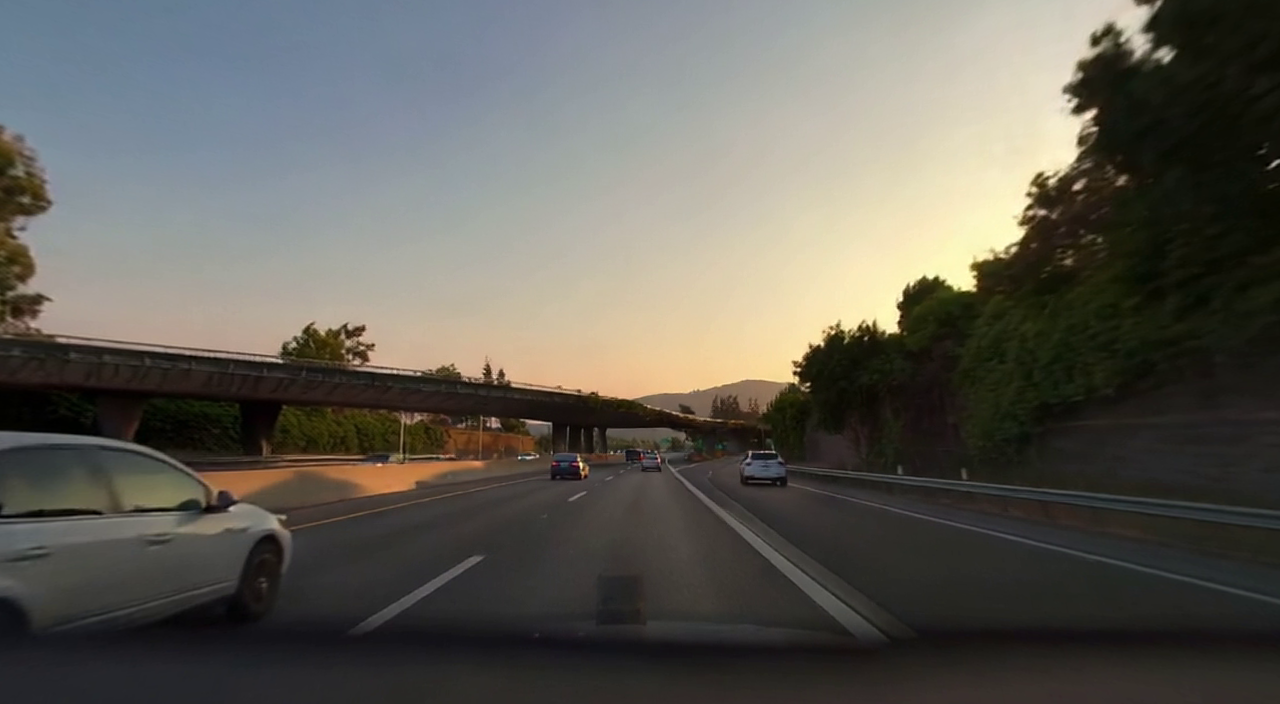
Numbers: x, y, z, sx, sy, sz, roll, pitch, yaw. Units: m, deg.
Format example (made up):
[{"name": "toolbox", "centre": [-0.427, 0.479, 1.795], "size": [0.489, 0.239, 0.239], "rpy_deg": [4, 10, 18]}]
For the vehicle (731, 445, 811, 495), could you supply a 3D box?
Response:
[{"name": "vehicle", "centre": [4.488, 4.113, 22.288], "size": [2.020, 1.548, 4.715], "rpy_deg": [0, -9, 3]}]

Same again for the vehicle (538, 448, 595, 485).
[{"name": "vehicle", "centre": [-3.227, 5.117, 28.443], "size": [1.997, 1.540, 3.906], "rpy_deg": [0, -9, 2]}]

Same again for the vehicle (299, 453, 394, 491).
[{"name": "vehicle", "centre": [-12.639, 5.162, 27.493], "size": [1.979, 1.476, 4.417], "rpy_deg": [0, -9, 1]}]

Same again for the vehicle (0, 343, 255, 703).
[{"name": "vehicle", "centre": [-3.564, 0.712, 1.704], "size": [2.263, 1.696, 4.321], "rpy_deg": [0, -9, 0]}]
